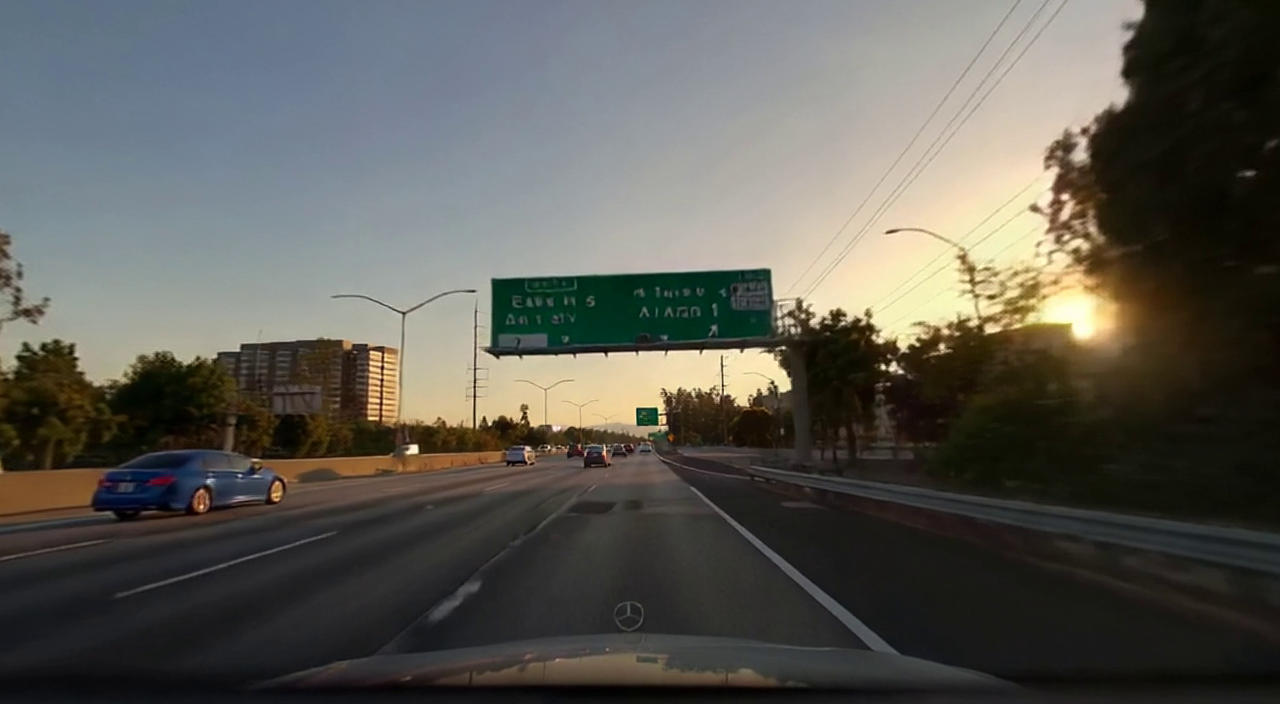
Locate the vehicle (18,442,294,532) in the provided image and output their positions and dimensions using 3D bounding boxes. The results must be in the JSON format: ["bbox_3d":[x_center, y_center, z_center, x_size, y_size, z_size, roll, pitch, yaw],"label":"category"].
[{"bbox_3d":[-9.829,2.722,13.497,2.002,1.526,4.822,-1,-8,1],"label":"vehicle"}]

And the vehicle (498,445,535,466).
[{"bbox_3d":[-9.373,7.838,48.027,1.930,1.490,3.955,-1,-8,1],"label":"vehicle"}]

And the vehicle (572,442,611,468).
[{"bbox_3d":[-2.999,6.452,39.736,2.050,1.479,4.342,-1,-8,1],"label":"vehicle"}]
